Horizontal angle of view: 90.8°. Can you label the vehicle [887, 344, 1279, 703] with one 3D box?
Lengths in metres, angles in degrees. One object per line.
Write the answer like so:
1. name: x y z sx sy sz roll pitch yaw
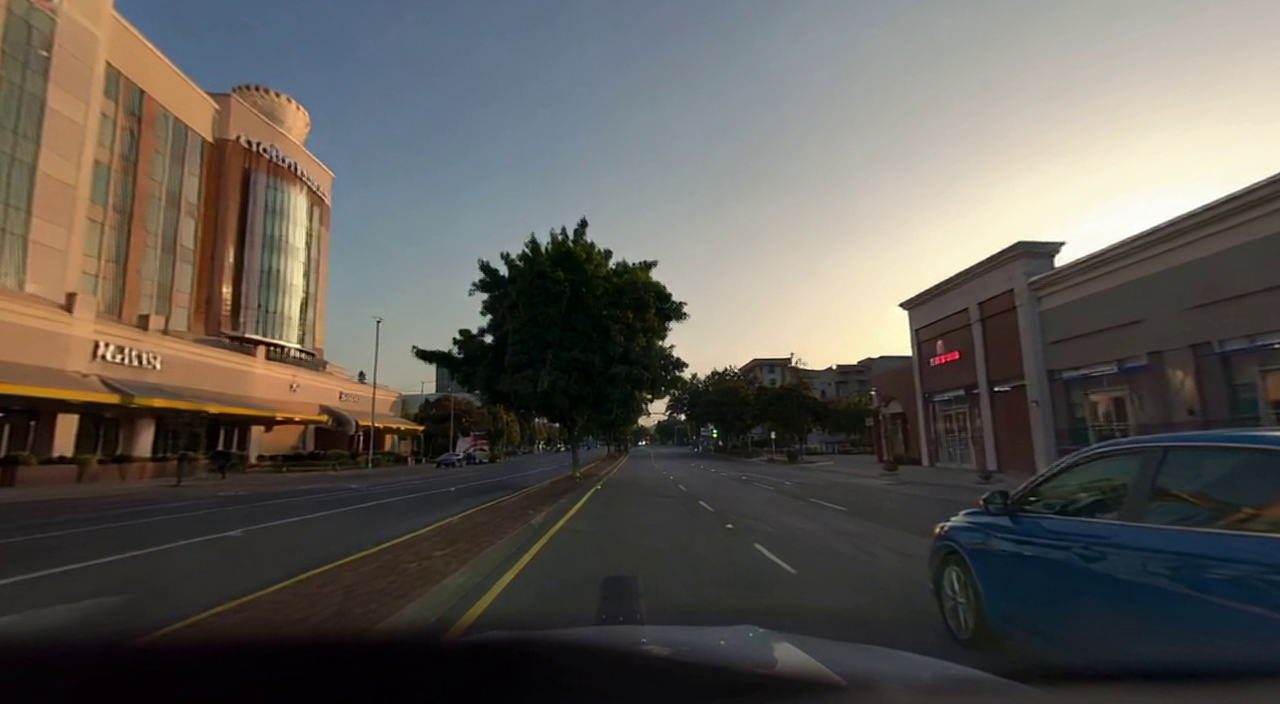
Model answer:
1. vehicle: 3.028 0.867 2.476 2.015 1.641 4.995 0 -8 -1
